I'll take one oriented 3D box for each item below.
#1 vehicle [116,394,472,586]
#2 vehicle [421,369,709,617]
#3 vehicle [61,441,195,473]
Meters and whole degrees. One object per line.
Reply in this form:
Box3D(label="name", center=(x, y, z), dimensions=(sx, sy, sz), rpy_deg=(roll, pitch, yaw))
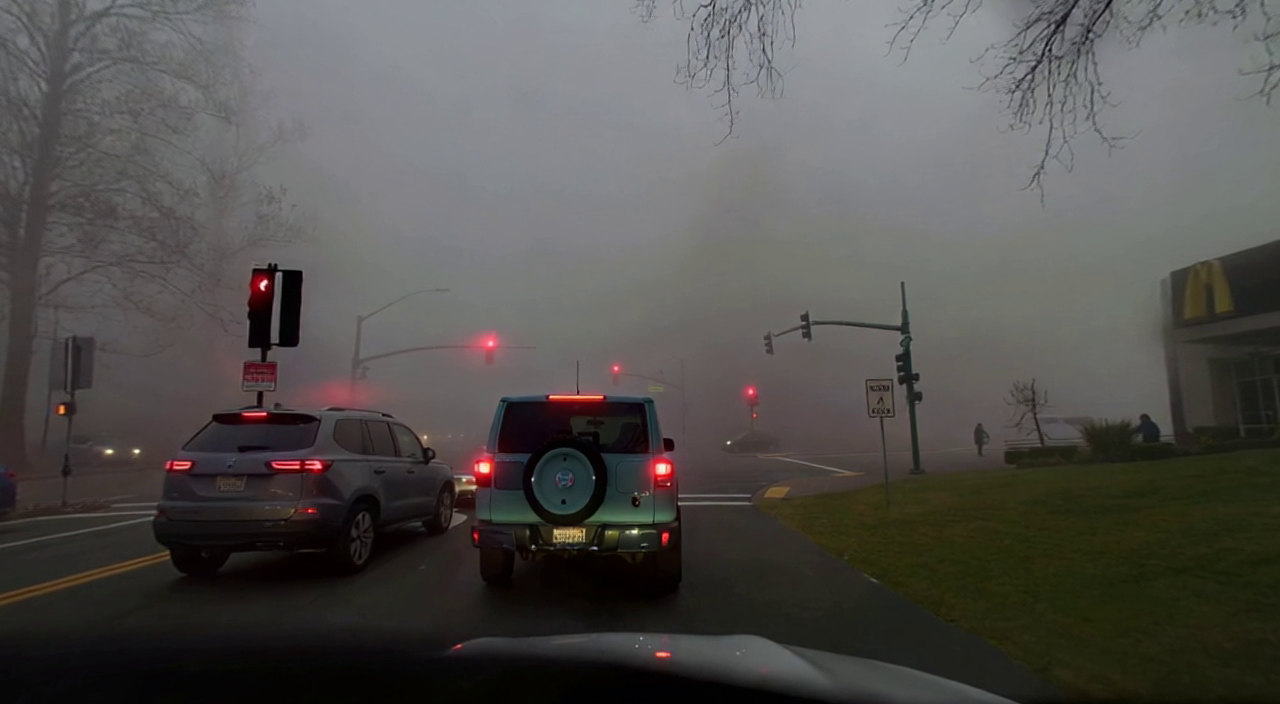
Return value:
Box3D(label="vehicle", center=(-3.908, 1.651, 8.343), dimensions=(2.130, 1.819, 4.497), rpy_deg=(0, -8, 0))
Box3D(label="vehicle", center=(-0.627, 1.438, 7.331), dimensions=(2.224, 1.923, 4.643), rpy_deg=(0, -8, -1))
Box3D(label="vehicle", center=(-25.235, 5.181, 31.372), dimensions=(4.713, 1.445, 1.887), rpy_deg=(4, -9, -24))
